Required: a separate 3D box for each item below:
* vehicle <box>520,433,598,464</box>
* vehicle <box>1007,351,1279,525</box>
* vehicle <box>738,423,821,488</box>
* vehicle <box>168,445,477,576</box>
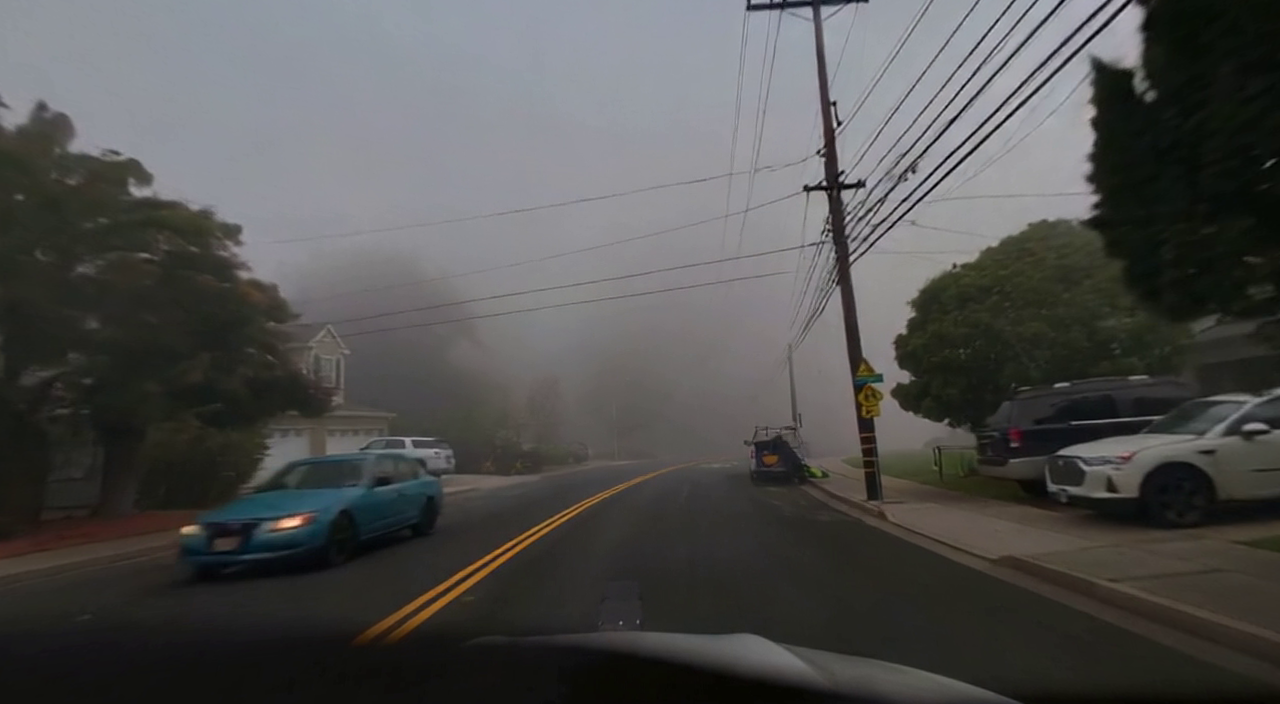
[{"bbox_3d":[-5.929,7.058,46.417,5.228,2.041,2.023,0,-6,15],"label":"vehicle"},{"bbox_3d":[8.758,1.195,8.802,5.762,2.116,2.258,-1,-8,4],"label":"vehicle"},{"bbox_3d":[4.744,3.624,22.430,2.273,1.938,6.400,-1,-8,7],"label":"vehicle"},{"bbox_3d":[-4.263,2.164,9.673,2.015,1.464,4.870,0,-8,3],"label":"vehicle"}]
